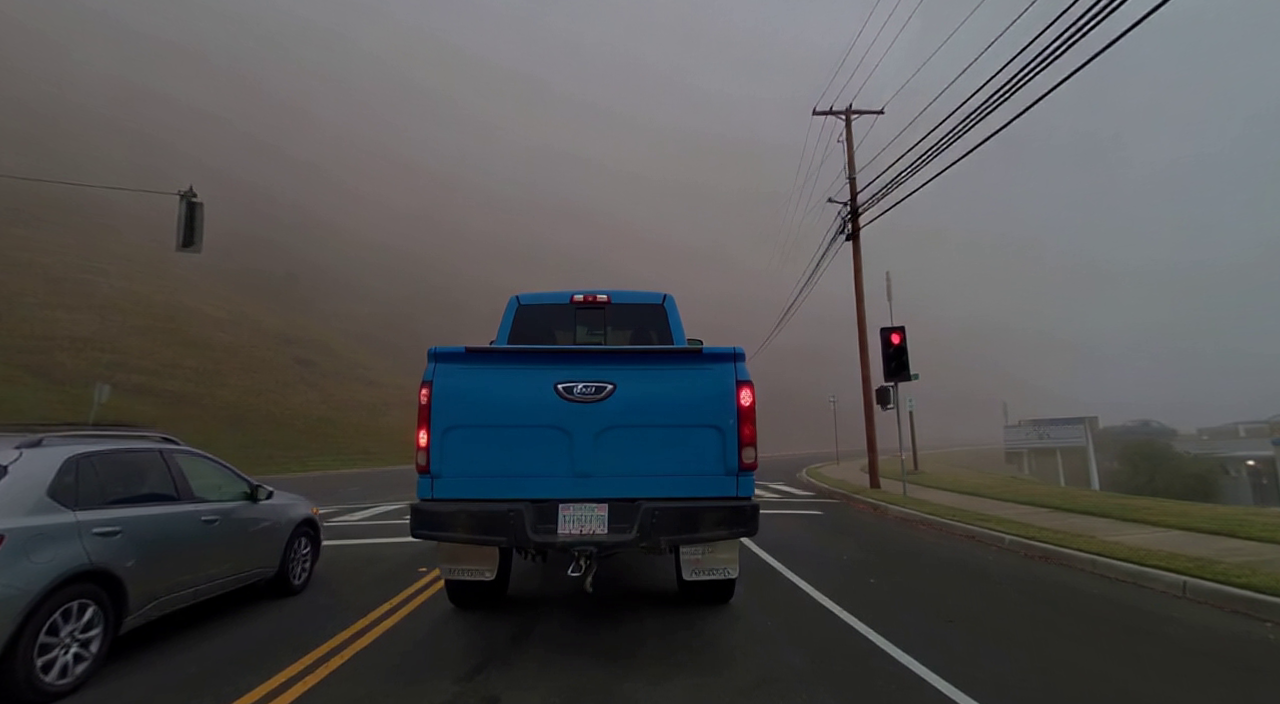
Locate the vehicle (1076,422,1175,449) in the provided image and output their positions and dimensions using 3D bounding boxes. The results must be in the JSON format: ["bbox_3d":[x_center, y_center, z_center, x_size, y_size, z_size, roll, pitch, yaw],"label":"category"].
[{"bbox_3d":[33.509,5.813,43.557,2.012,1.757,5.021,7,-11,-39],"label":"vehicle"}]

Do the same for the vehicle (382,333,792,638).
[{"bbox_3d":[-0.422,1.325,7.216,2.859,2.144,5.406,0,-9,-1],"label":"vehicle"}]

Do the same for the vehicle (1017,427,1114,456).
[{"bbox_3d":[25.562,5.398,37.938,4.419,1.496,1.854,-2,-9,1],"label":"vehicle"}]

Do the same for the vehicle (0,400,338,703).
[{"bbox_3d":[-3.959,1.190,3.988,2.017,1.555,4.150,-1,-9,0],"label":"vehicle"}]

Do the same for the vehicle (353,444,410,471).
[{"bbox_3d":[-17.121,7.014,41.920,2.133,1.690,4.331,0,-9,-3],"label":"vehicle"}]
